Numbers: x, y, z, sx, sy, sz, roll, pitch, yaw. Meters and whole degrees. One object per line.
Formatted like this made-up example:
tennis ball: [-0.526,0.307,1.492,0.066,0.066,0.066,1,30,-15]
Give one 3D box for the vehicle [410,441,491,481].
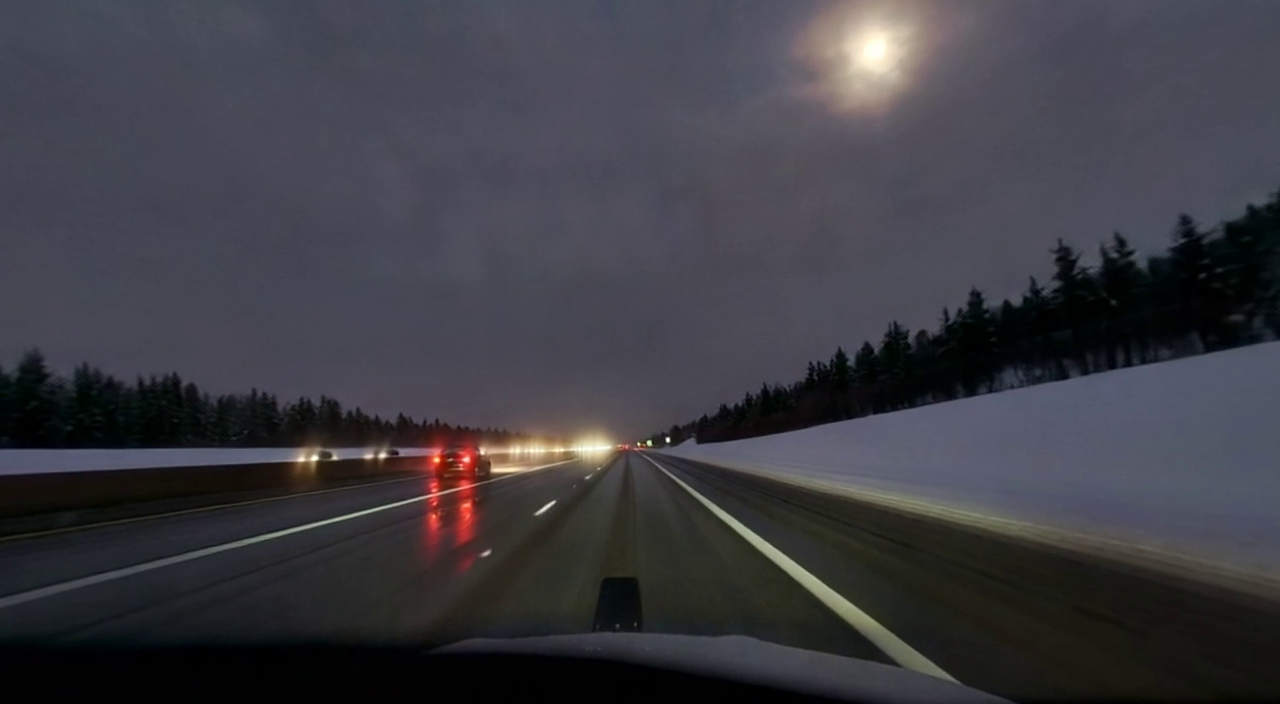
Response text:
vehicle: [-8.131,4.695,27.589,2.005,1.545,4.874,0,-8,0]
